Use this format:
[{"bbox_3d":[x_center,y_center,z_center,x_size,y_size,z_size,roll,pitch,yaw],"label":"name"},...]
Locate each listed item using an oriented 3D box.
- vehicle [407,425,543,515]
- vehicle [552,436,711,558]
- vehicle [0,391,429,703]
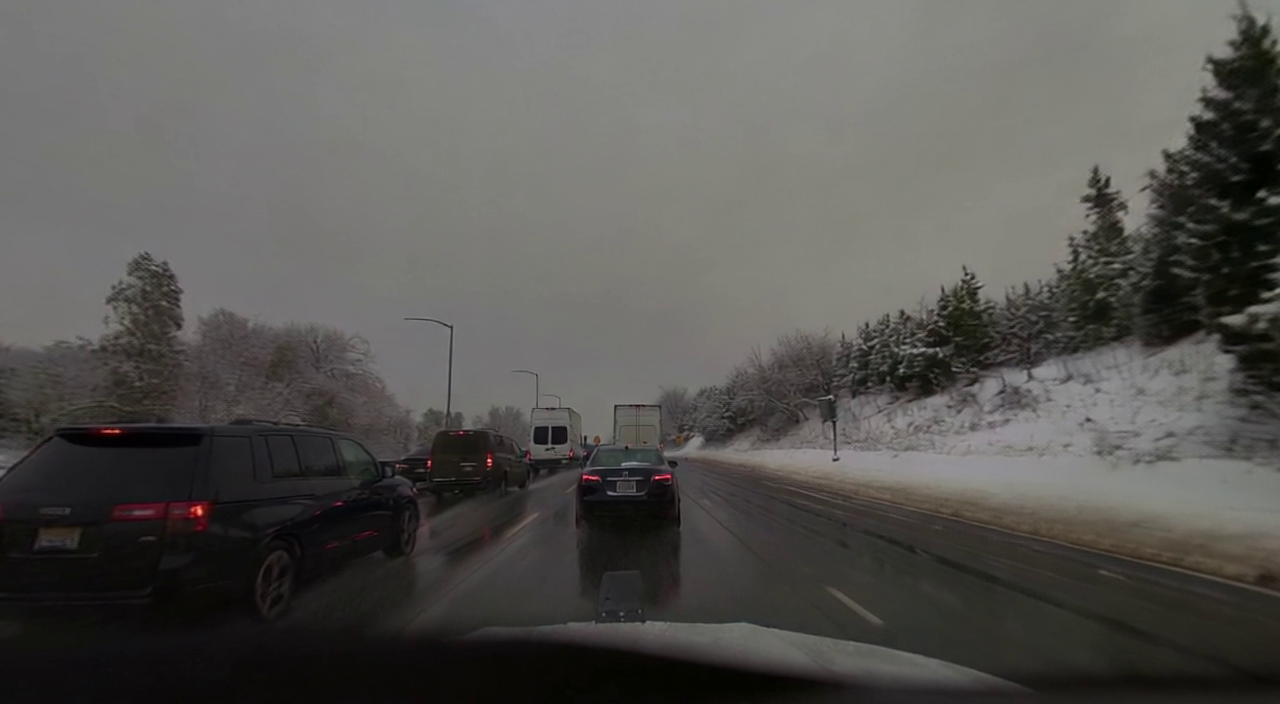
[{"bbox_3d":[-3.937,2.924,16.018,2.055,1.913,4.584,-1,-9,2],"label":"vehicle"},{"bbox_3d":[-0.112,2.079,9.654,1.995,1.495,3.380,0,-9,0],"label":"vehicle"},{"bbox_3d":[-3.681,1.390,5.639,2.029,1.656,4.437,-1,-9,0],"label":"vehicle"}]
